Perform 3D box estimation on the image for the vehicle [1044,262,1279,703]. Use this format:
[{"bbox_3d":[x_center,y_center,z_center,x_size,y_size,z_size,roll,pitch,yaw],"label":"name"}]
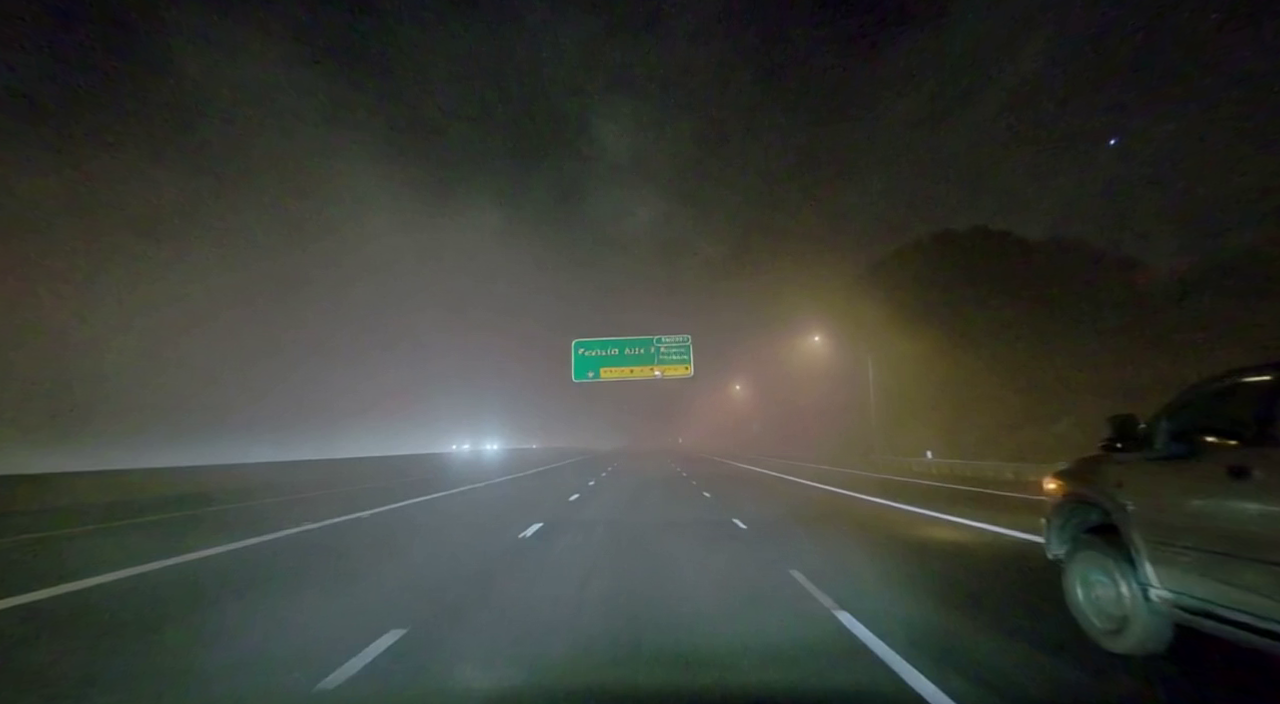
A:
[{"bbox_3d":[3.811,0.371,0.897,2.462,1.954,6.111,0,-8,1],"label":"vehicle"}]
